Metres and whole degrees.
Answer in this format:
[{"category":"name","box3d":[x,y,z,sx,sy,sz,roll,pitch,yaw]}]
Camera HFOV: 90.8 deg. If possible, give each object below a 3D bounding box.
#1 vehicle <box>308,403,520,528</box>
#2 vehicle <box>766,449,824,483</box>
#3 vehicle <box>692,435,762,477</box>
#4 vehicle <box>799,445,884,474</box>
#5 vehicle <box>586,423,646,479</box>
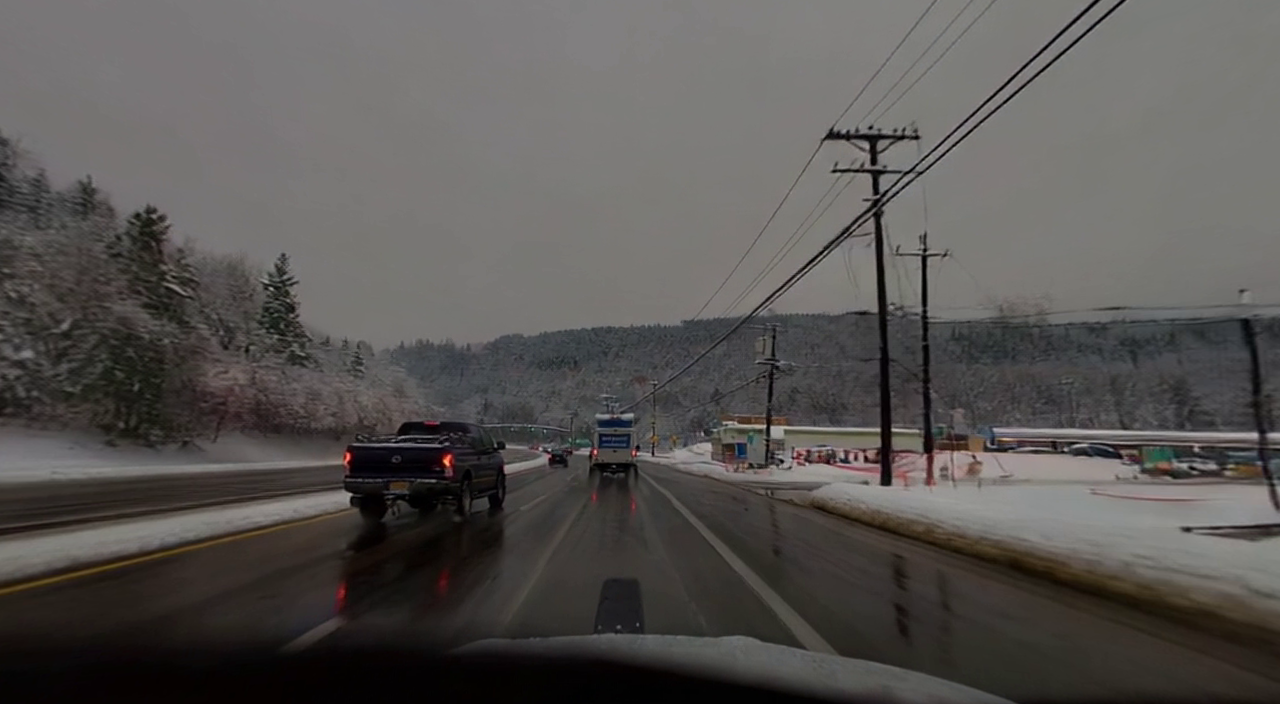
[{"category":"vehicle","box3d":[-4.193,2.257,13.129,2.345,2.012,5.693,0,-8,-1]},{"category":"vehicle","box3d":[8.367,6.148,34.388,1.933,1.480,4.249,2,-7,-2]},{"category":"vehicle","box3d":[4.906,6.012,36.880,2.706,2.199,6.527,1,-9,-4]},{"category":"vehicle","box3d":[15.276,8.118,48.166,2.193,2.034,5.805,7,-11,-40]},{"category":"vehicle","box3d":[-1.137,4.524,29.053,2.486,2.280,5.291,0,-8,-3]}]
